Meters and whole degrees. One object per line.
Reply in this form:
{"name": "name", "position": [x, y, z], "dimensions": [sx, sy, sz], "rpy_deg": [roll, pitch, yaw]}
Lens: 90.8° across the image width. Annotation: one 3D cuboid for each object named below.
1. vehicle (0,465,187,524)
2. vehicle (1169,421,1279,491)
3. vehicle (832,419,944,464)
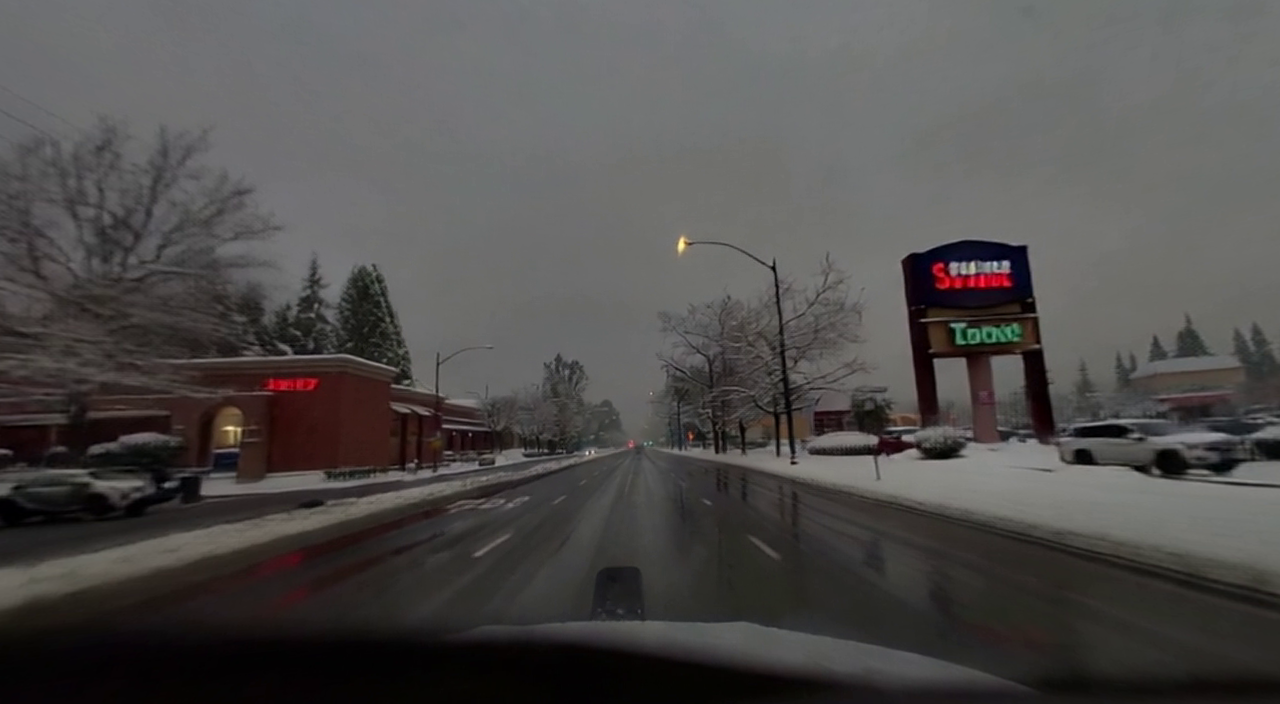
{"name": "vehicle", "position": [-16.828, 4.229, 18.976], "dimensions": [4.752, 1.523, 2.123], "rpy_deg": [0, -8, -2]}
{"name": "vehicle", "position": [15.762, 2.472, 15.175], "dimensions": [4.212, 1.537, 2.044], "rpy_deg": [0, -8, 0]}
{"name": "vehicle", "position": [15.356, 5.580, 39.370], "dimensions": [5.797, 2.052, 2.329], "rpy_deg": [-6, -8, -1]}
